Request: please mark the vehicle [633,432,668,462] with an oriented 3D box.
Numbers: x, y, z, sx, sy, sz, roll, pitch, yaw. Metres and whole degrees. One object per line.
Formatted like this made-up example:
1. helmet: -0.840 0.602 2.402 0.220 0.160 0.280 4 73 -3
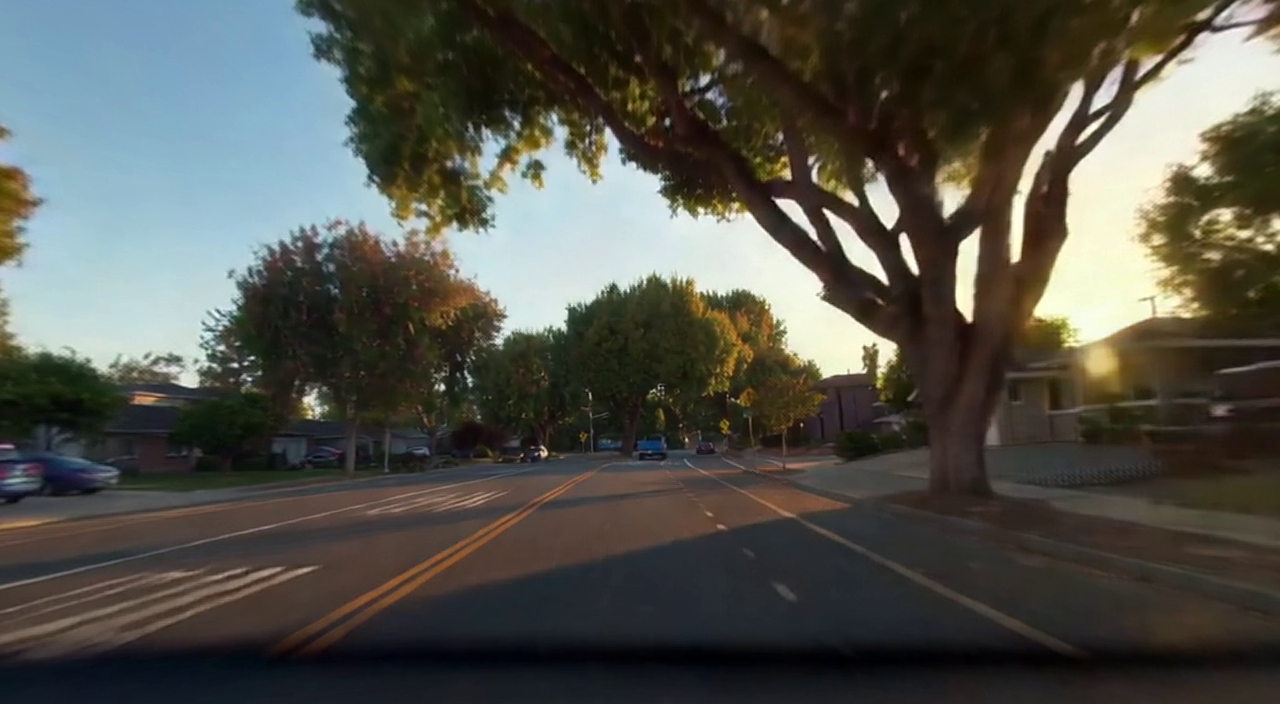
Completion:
1. vehicle: 0.789 6.553 43.580 2.153 1.942 4.767 -1 -8 5
